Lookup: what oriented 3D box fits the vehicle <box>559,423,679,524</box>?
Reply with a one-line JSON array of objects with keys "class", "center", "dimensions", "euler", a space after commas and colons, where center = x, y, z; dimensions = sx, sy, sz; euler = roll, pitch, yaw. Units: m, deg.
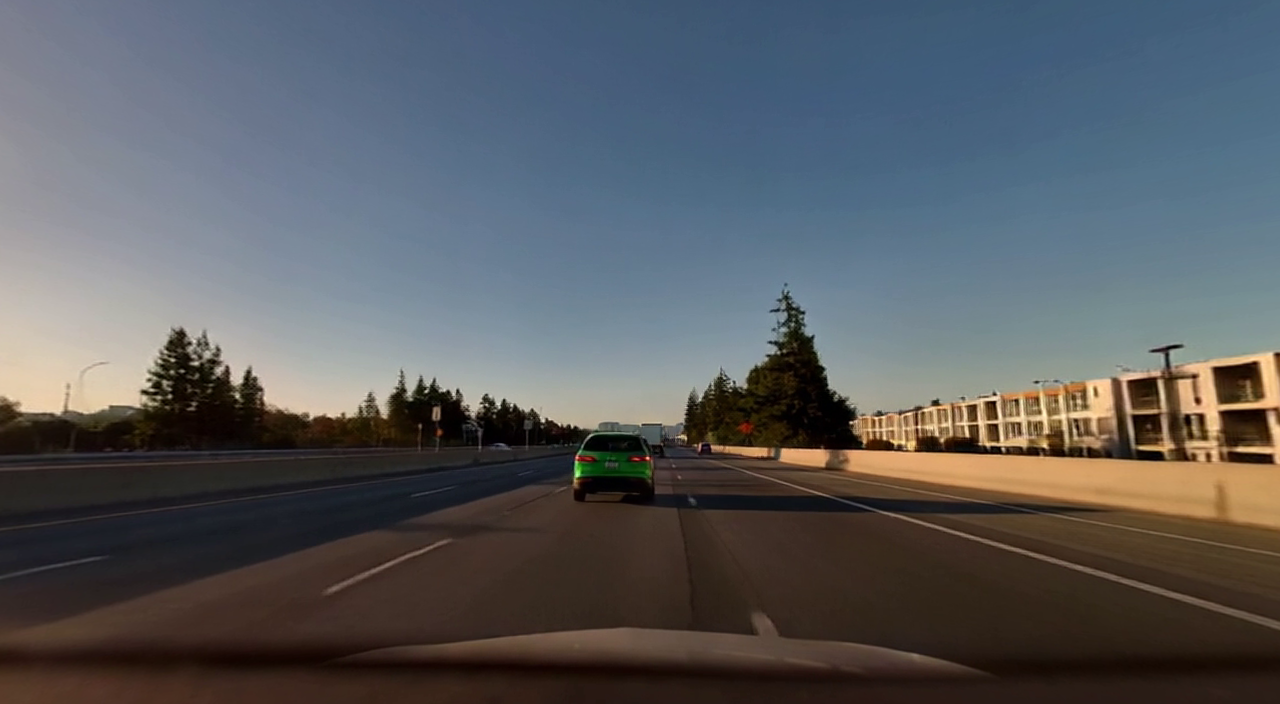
[{"class": "vehicle", "center": [-0.263, 2.475, 13.342], "dimensions": [2.111, 1.742, 4.315], "euler": [0, -9, 3]}]
